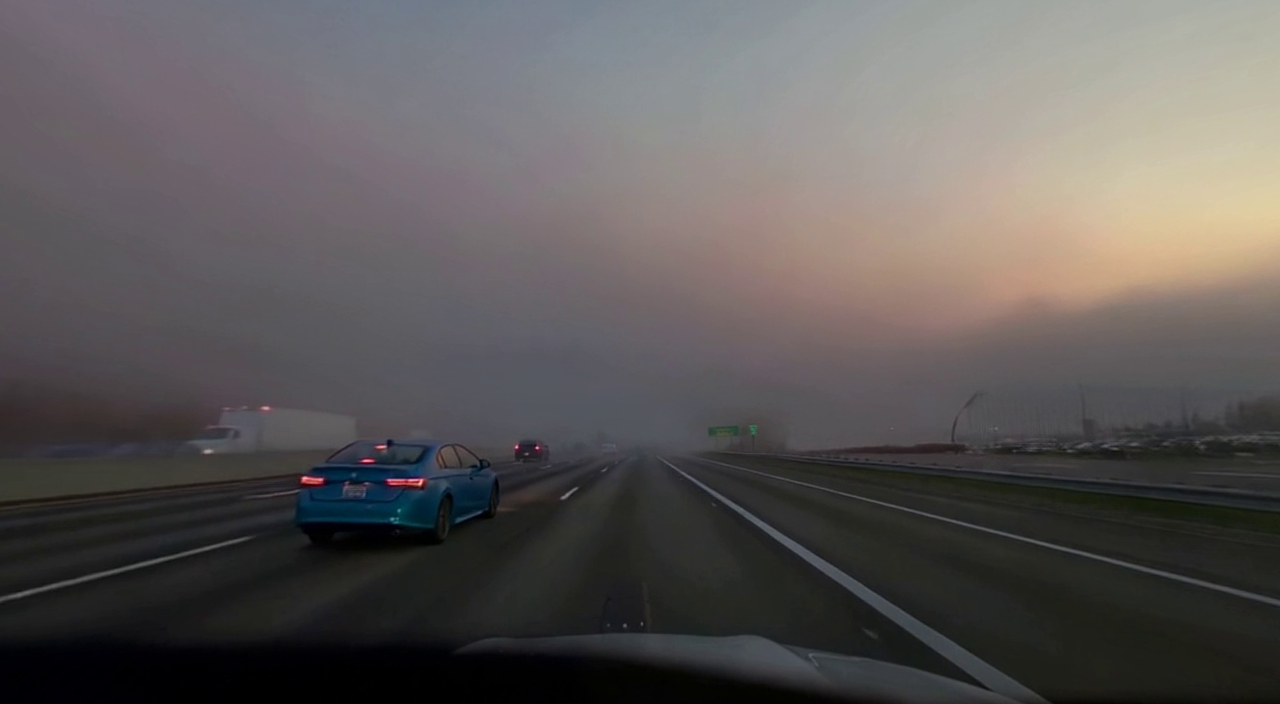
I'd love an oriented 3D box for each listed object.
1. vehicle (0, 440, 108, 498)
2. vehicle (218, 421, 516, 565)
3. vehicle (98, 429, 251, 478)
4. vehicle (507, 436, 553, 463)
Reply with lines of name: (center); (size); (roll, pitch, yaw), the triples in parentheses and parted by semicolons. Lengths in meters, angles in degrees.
vehicle: (-17.405, 3.162, 17.302); (1.812, 1.481, 4.294); (0, -8, 1)
vehicle: (-3.489, 1.908, 9.441); (2.144, 1.565, 4.951); (0, -8, 1)
vehicle: (-21.078, 4.641, 29.077); (2.462, 2.008, 6.004); (0, -8, 0)
vehicle: (-7.194, 6.455, 41.699); (2.118, 1.675, 4.395); (0, -8, 1)
